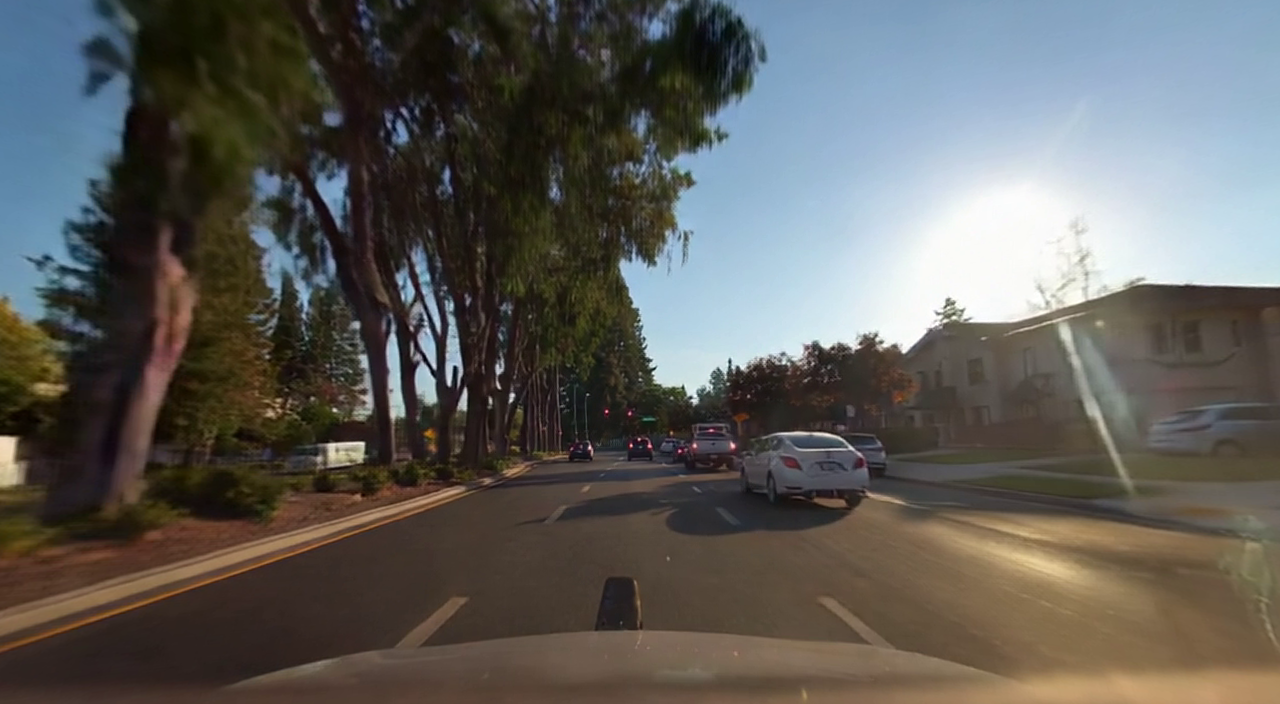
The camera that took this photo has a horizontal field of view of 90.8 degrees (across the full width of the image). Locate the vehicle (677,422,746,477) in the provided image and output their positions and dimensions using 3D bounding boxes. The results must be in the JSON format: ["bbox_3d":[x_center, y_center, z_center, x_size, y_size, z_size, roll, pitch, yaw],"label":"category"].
[{"bbox_3d":[2.911,4.196,27.272,2.268,2.090,6.113,0,-8,0],"label":"vehicle"}]

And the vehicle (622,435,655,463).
[{"bbox_3d":[-0.087,6.305,41.042,2.052,1.693,4.554,0,-8,0],"label":"vehicle"}]

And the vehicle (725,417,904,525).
[{"bbox_3d":[3.078,2.226,12.376,2.041,1.688,4.717,0,-8,-2],"label":"vehicle"}]
